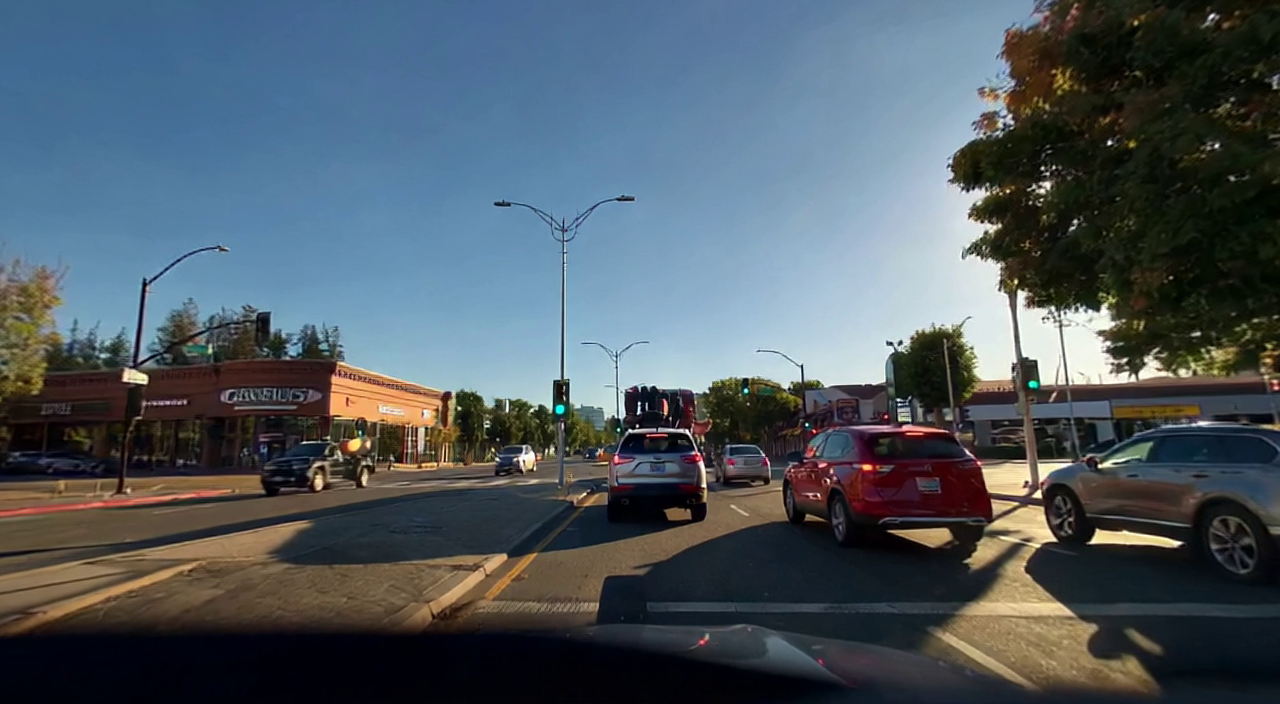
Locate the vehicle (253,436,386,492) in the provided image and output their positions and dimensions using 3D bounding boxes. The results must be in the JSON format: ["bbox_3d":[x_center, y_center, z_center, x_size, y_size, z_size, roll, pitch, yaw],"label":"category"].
[{"bbox_3d":[-11.777,4.129,23.696,2.163,1.858,5.318,0,-9,0],"label":"vehicle"}]

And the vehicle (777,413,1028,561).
[{"bbox_3d":[3.625,1.940,9.764,2.025,1.754,4.311,0,-8,0],"label":"vehicle"}]

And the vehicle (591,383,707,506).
[{"bbox_3d":[0.242,2.201,15.233,2.370,2.518,3.858,-2,-8,2],"label":"vehicle"}]

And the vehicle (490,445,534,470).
[{"bbox_3d":[-8.288,6.858,41.110,1.889,1.576,4.044,0,-9,1],"label":"vehicle"}]

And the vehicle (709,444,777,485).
[{"bbox_3d":[4.063,4.488,25.493,1.967,1.515,4.378,0,-8,0],"label":"vehicle"}]

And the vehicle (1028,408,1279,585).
[{"bbox_3d":[7.198,1.652,7.758,1.982,1.698,4.408,0,-9,0],"label":"vehicle"}]
